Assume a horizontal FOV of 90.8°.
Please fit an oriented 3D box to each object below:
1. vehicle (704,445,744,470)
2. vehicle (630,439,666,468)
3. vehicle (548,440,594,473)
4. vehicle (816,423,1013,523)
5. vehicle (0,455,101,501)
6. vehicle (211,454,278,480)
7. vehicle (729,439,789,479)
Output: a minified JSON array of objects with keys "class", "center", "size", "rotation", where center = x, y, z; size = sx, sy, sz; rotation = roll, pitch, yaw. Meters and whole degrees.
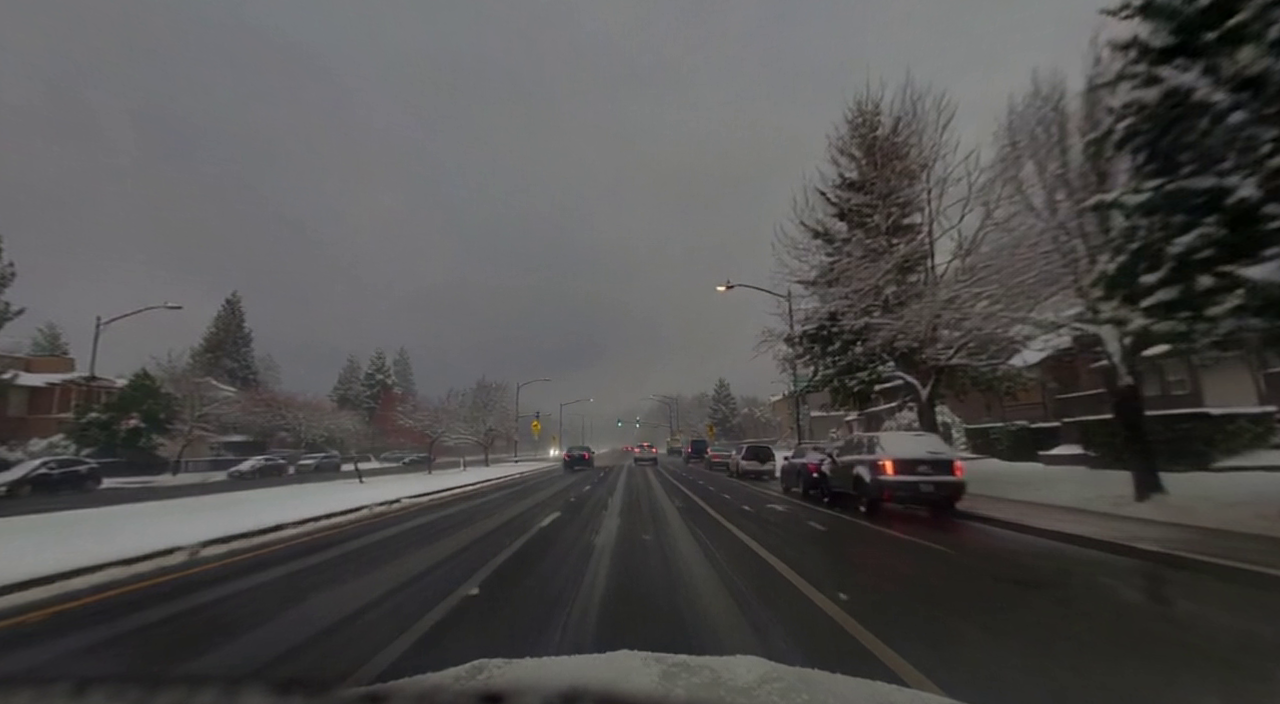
[{"class":"vehicle","center":[5.479,6.942,41.708],"size":[1.910,1.520,4.375],"rotation":[0,-9,-2]},{"class":"vehicle","center":[0.482,6.876,42.843],"size":[2.273,1.851,5.075],"rotation":[0,-9,-1]},{"class":"vehicle","center":[-3.995,6.124,37.276],"size":[2.233,1.775,4.491],"rotation":[0,-9,0]},{"class":"vehicle","center":[5.726,2.589,14.067],"size":[2.154,1.824,4.782],"rotation":[0,-9,-1]},{"class":"vehicle","center":[-25.860,5.262,26.616],"size":[2.018,1.721,4.735],"rotation":[-1,-9,2]},{"class":"vehicle","center":[-26.113,7.558,41.869],"size":[1.855,1.552,4.092],"rotation":[0,-9,-1]},{"class":"vehicle","center":[5.601,5.100,30.338],"size":[2.020,1.762,4.559],"rotation":[0,-9,1]}]
